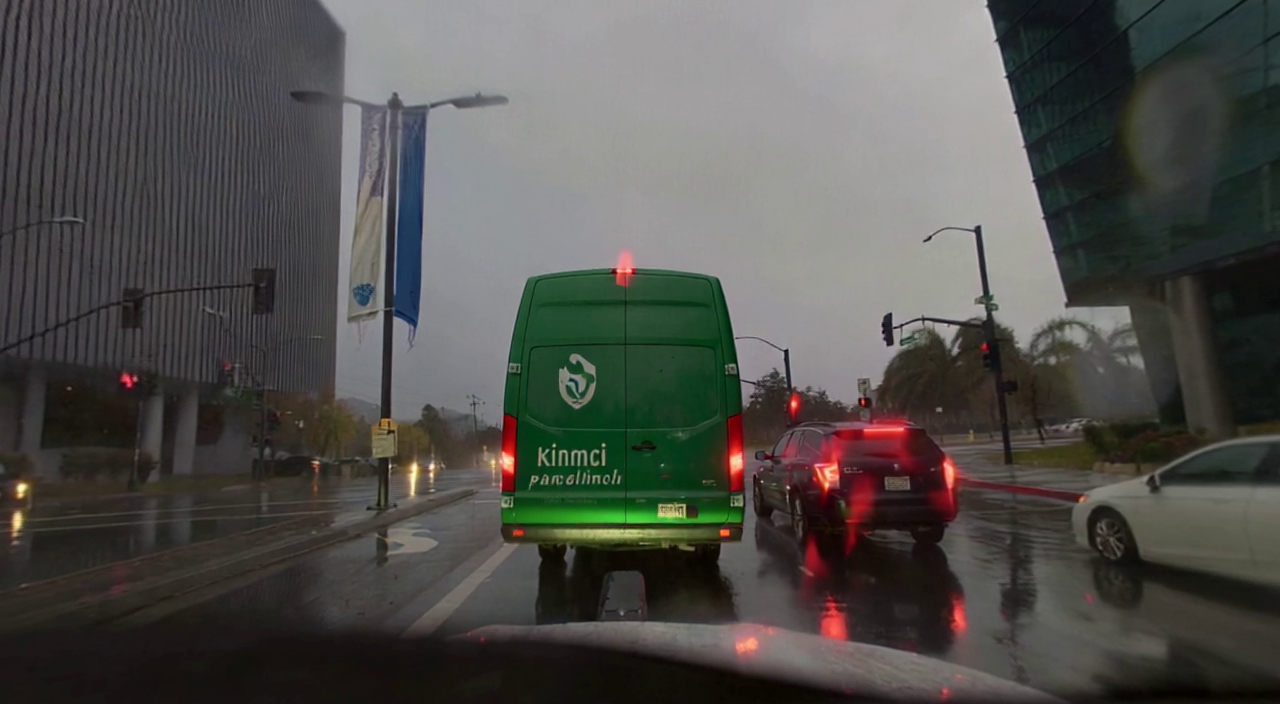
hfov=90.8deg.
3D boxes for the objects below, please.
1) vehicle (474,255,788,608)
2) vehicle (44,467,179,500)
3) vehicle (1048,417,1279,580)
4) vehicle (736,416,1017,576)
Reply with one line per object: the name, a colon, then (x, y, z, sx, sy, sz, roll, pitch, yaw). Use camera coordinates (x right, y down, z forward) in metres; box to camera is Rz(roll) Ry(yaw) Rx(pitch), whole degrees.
vehicle: (-0.036, 1.169, 9.105, 2.613, 3.035, 7.342, 0, -8, 1)
vehicle: (-27.191, 6.750, 32.687, 4.888, 1.481, 1.873, 2, -9, -14)
vehicle: (7.527, 1.588, 7.019, 1.963, 1.669, 4.678, 3, -9, -20)
vehicle: (2.877, 1.868, 9.055, 2.183, 1.676, 4.506, 0, -8, -1)
